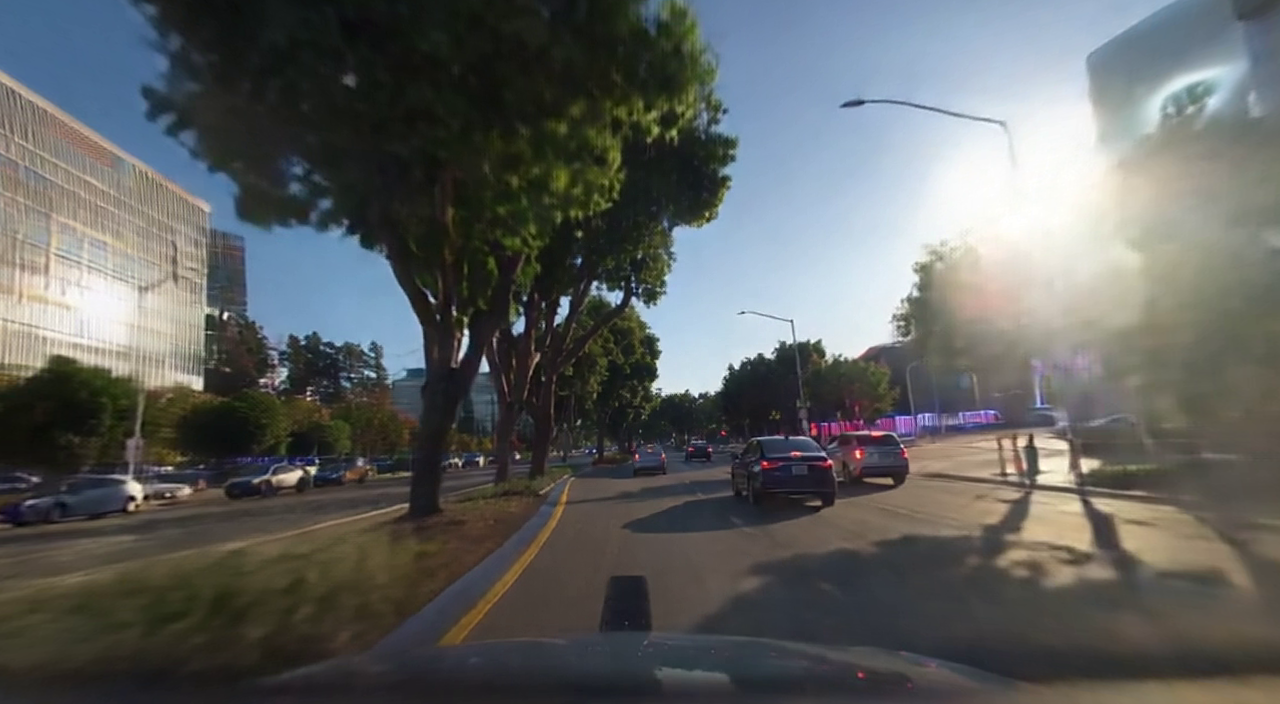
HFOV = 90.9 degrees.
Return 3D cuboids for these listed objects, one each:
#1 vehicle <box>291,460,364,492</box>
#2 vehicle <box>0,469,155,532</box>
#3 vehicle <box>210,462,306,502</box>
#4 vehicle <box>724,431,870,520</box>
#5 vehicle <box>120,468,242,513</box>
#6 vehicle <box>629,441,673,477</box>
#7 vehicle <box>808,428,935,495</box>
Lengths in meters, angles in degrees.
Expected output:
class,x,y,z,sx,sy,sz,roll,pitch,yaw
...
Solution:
class,x,y,z,sx,sy,sz,roll,pitch,yaw
vehicle,-18.545,7.344,37.662,1.956,1.647,4.643,0,-8,1
vehicle,-18.617,4.731,20.570,1.853,1.614,4.514,-1,-8,2
vehicle,-18.762,6.358,31.234,2.049,1.678,4.376,0,-8,-1
vehicle,3.170,2.588,13.855,1.931,1.591,4.708,0,-8,-1
vehicle,-18.627,5.598,25.839,1.786,1.523,4.309,0,-8,-1
vehicle,0.488,5.382,31.994,2.125,1.669,3.880,0,-8,-1
vehicle,6.858,3.283,19.305,1.963,1.783,4.722,0,-8,-1
